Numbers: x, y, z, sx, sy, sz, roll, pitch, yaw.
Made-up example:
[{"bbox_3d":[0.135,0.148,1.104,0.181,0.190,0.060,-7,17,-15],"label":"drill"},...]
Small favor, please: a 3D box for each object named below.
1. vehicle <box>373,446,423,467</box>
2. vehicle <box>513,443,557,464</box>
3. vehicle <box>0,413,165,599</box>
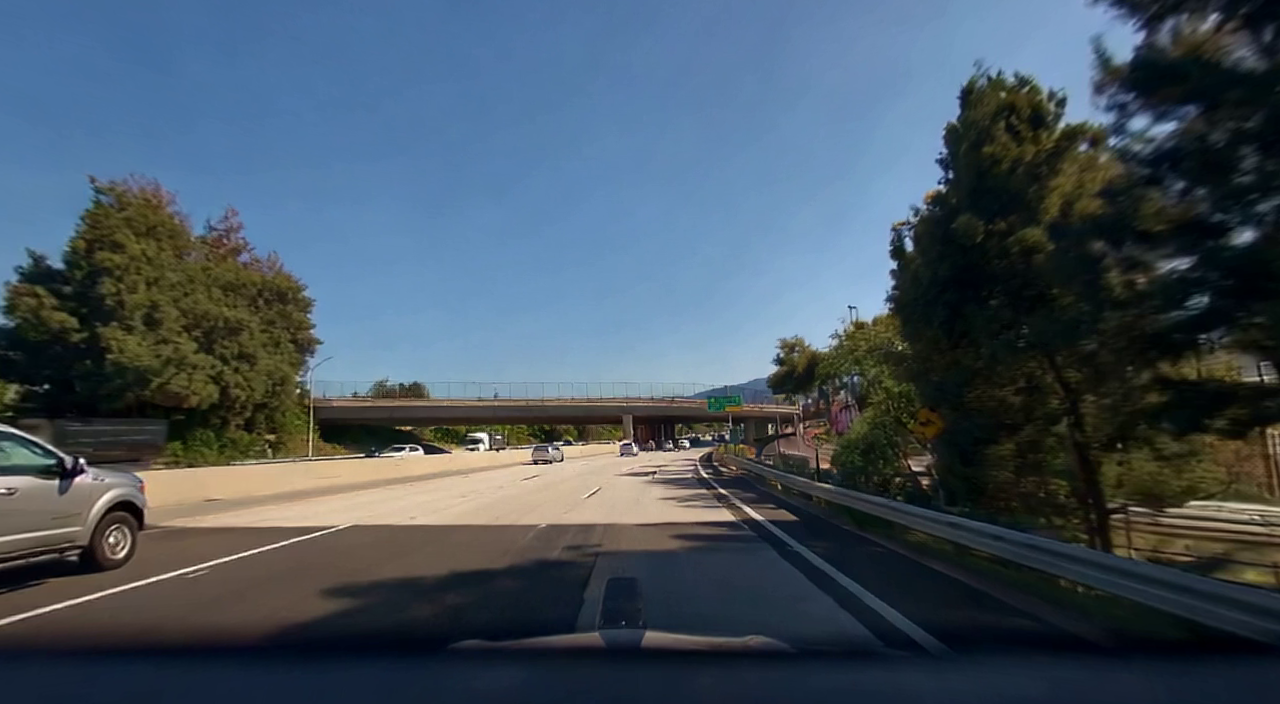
[{"bbox_3d":[-18.117,7.819,47.321,1.811,1.438,4.073,-1,-8,5],"label":"vehicle"},{"bbox_3d":[-7.826,7.638,47.478,2.038,1.494,4.729,-1,-8,5],"label":"vehicle"},{"bbox_3d":[-6.643,1.285,4.993,1.923,1.630,4.857,0,-8,1],"label":"vehicle"}]
